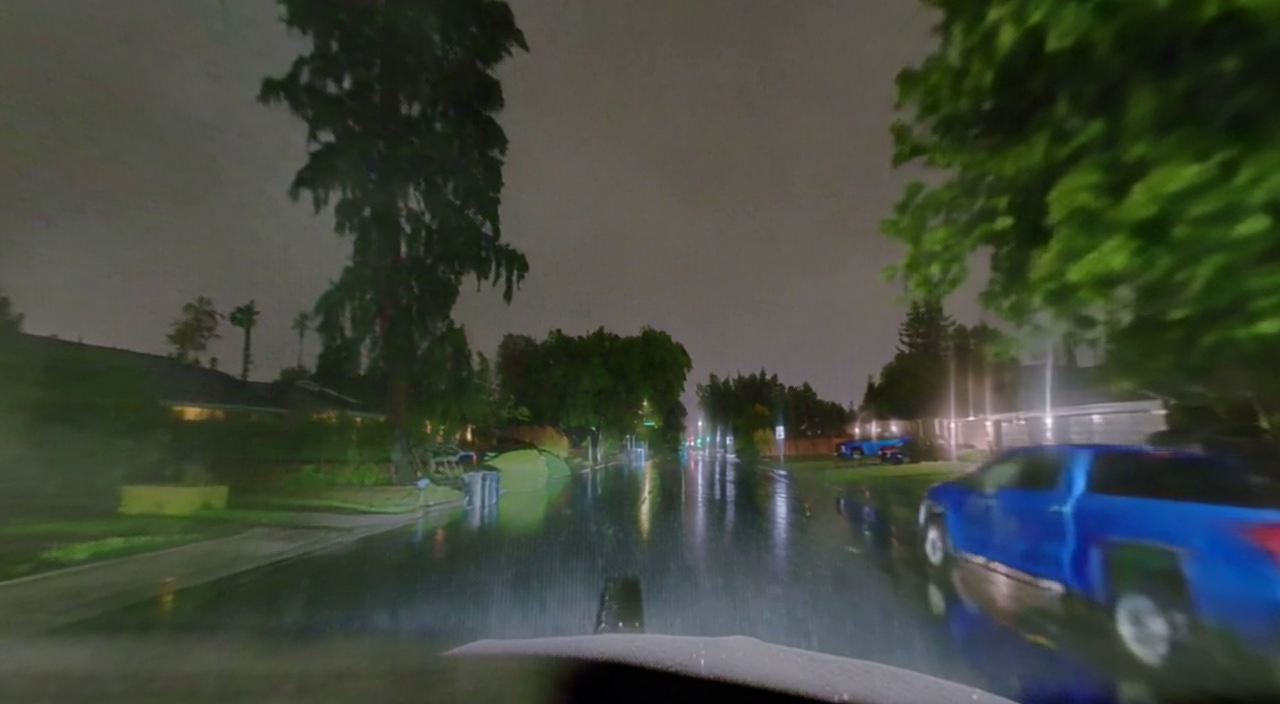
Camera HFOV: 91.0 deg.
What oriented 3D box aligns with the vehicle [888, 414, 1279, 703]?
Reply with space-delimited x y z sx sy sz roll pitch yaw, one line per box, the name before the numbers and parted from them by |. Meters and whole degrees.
vehicle | 3.657 1.322 4.730 2.006 1.494 4.211 0 -9 2
